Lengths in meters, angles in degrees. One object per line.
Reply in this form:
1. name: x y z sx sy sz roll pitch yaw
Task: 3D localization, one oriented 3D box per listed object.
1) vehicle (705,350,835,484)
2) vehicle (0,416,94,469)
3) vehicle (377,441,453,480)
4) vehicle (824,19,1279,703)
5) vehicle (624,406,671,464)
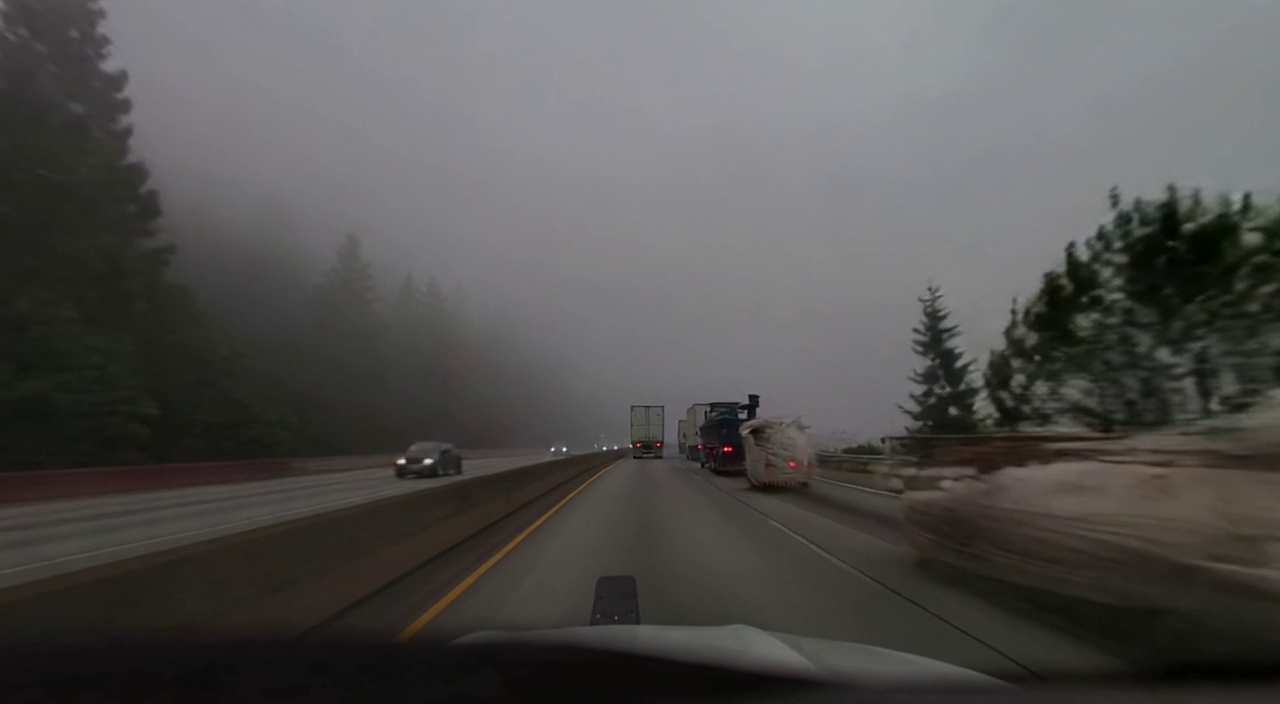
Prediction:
1. vehicle: 4.388 2.537 23.410 2.860 4.036 8.586 0 -8 0
2. vehicle: -45.976 6.735 46.662 3.089 3.565 9.834 0 -8 -7
3. vehicle: -8.968 4.319 25.379 1.760 1.444 3.422 -1 -8 0
4. vehicle: 4.440 0.354 6.423 2.956 3.604 6.277 0 -8 -2
5. vehicle: 0.457 5.233 39.548 2.644 3.247 7.454 -1 -8 0
